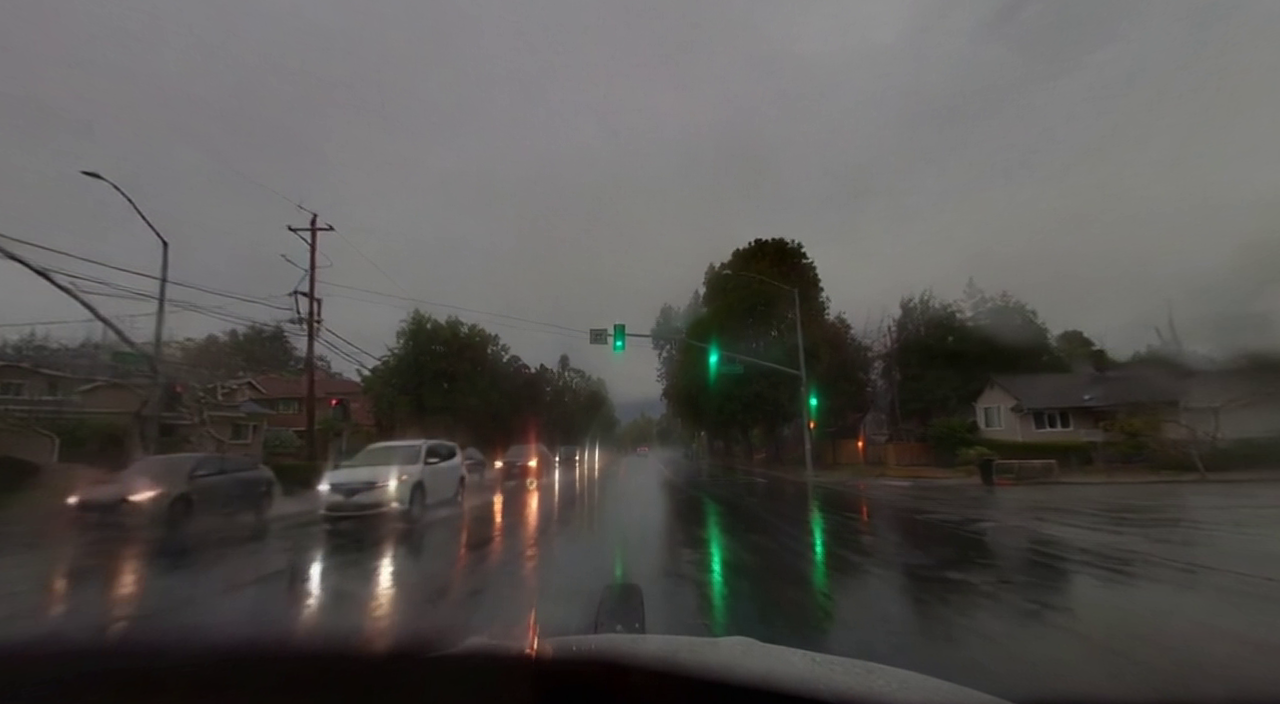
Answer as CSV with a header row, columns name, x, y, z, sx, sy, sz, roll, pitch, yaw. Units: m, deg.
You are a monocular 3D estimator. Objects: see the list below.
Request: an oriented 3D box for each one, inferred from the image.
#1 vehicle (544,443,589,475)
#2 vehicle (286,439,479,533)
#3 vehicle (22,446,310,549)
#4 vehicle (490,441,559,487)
name,x,y,z,sx,sy,sz,roll,pitch,yaw
vehicle,-4.450,6.521,38.811,2.095,1.731,4.462,-1,-8,1
vehicle,-4.684,2.453,12.322,2.003,1.462,4.220,-1,-8,0
vehicle,-8.415,2.555,11.888,1.985,1.475,4.383,-1,-8,1
vehicle,-4.579,4.480,25.627,1.999,1.652,3.962,-1,-8,1
